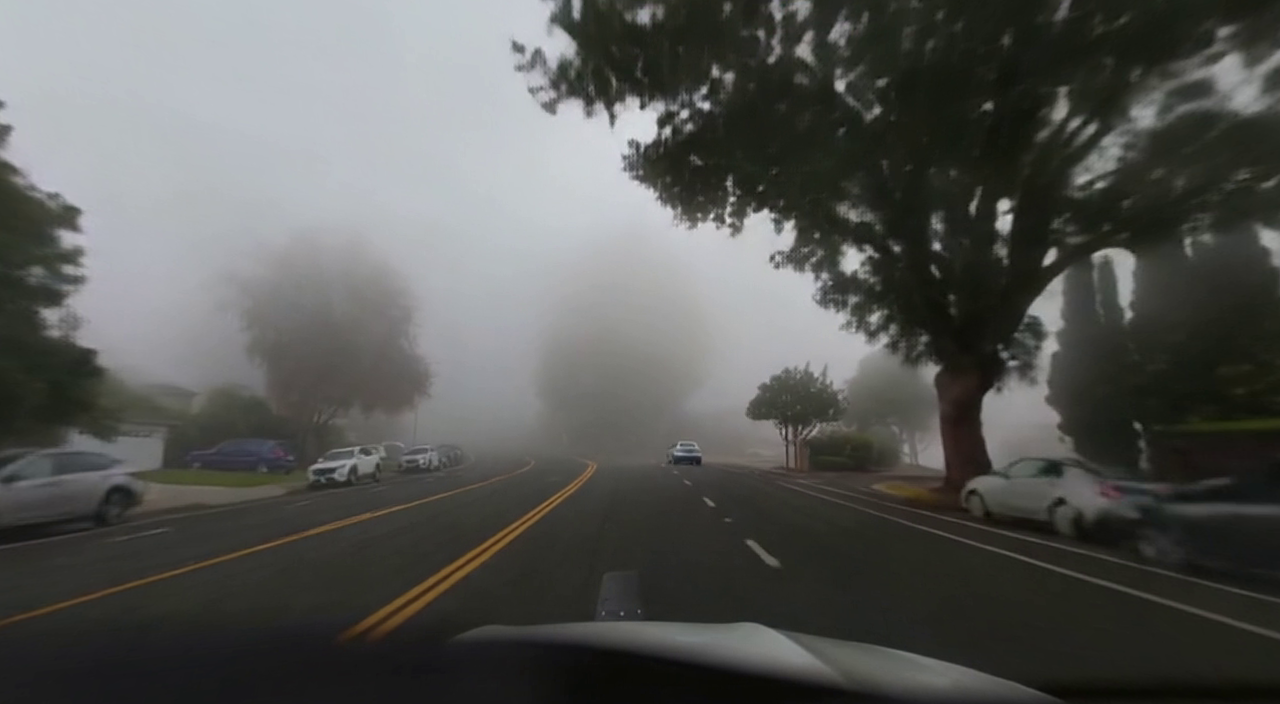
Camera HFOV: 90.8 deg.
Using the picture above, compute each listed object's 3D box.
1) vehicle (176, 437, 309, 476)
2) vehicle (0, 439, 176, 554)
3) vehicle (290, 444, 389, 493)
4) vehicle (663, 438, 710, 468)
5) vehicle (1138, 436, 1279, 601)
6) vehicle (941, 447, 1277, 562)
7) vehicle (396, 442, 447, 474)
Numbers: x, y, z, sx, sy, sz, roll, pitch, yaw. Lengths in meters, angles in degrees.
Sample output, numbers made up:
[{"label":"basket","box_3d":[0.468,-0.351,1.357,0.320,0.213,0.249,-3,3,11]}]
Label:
[{"label":"vehicle","box_3d":[-19.757,5.198,31.657,5.061,1.840,2.236,1,-9,-9]},{"label":"vehicle","box_3d":[-11.437,2.575,11.749,2.049,1.848,4.693,0,-8,-1]},{"label":"vehicle","box_3d":[-12.160,4.706,25.973,2.032,1.773,4.471,0,-8,-3]},{"label":"vehicle","box_3d":[2.563,5.736,36.085,1.951,1.620,4.582,1,-8,-5]},{"label":"vehicle","box_3d":[7.416,1.536,5.420,1.900,1.634,5.232,0,-8,-2]},{"label":"vehicle","box_3d":[7.534,2.440,11.068,1.966,1.502,5.020,0,-8,-1]},{"label":"vehicle","box_3d":[-13.486,6.540,39.282,2.146,1.806,4.733,1,-9,-9]}]
